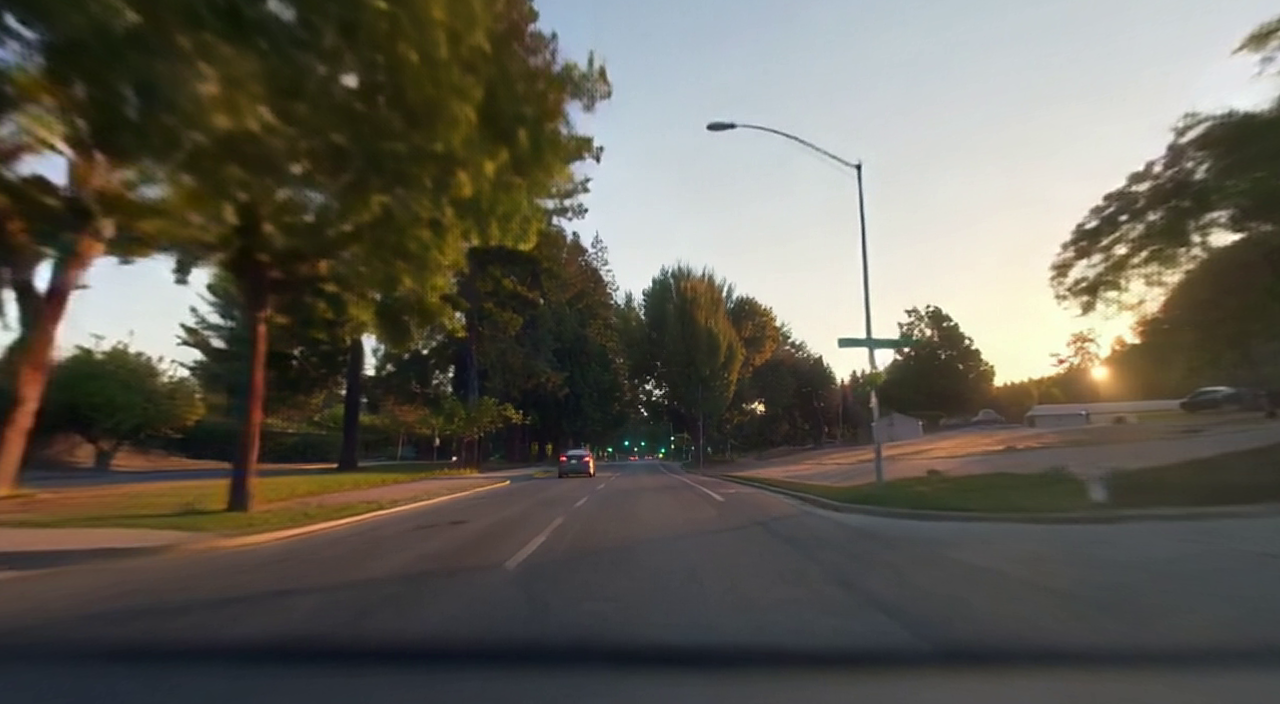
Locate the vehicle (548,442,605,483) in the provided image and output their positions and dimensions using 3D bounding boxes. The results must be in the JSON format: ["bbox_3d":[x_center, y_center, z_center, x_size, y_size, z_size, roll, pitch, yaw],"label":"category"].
[{"bbox_3d":[-2.757,4.891,28.231,2.016,1.694,4.335,0,-8,1],"label":"vehicle"}]
